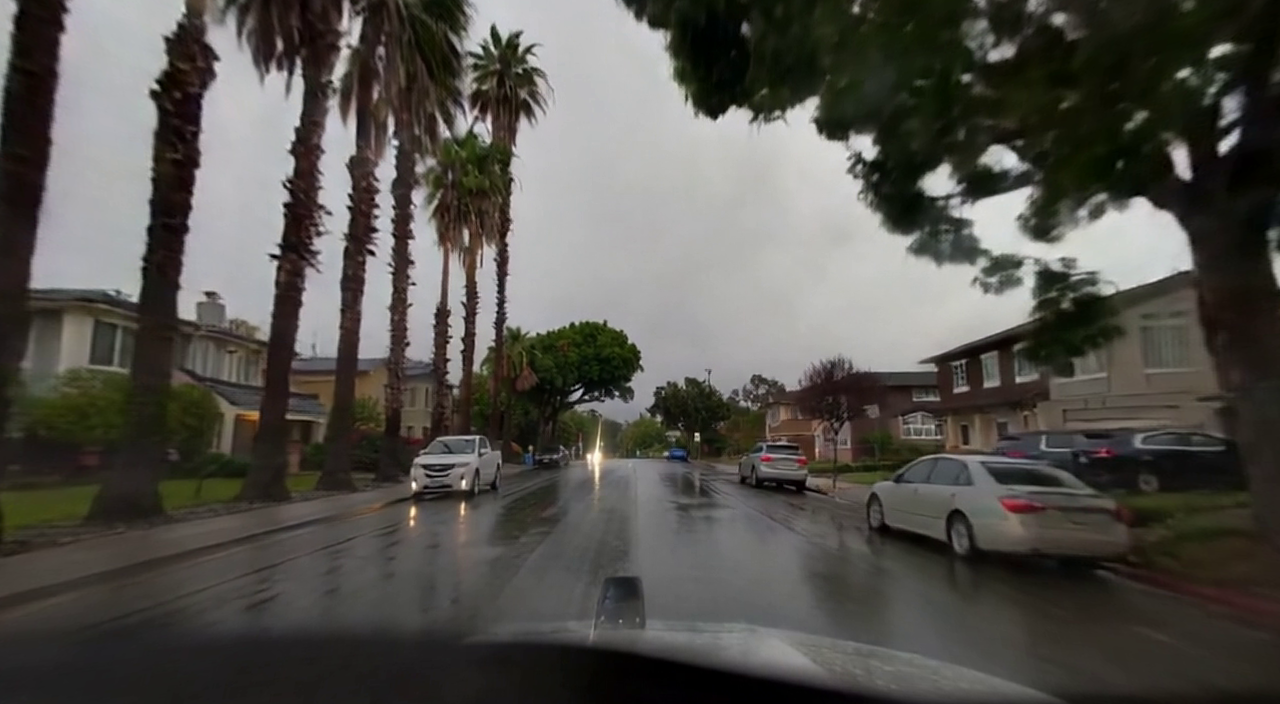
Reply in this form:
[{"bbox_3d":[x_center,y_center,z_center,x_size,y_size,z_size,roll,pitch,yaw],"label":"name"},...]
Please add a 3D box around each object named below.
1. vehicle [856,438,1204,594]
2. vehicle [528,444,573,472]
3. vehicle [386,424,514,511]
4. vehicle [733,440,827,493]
[{"bbox_3d":[4.790,2.025,8.793,2.056,1.464,4.493,3,-9,1],"label":"vehicle"},{"bbox_3d":[-5.478,6.533,39.251,2.079,1.486,4.877,-3,-8,-1],"label":"vehicle"},{"bbox_3d":[-4.865,3.021,17.037,2.149,1.877,5.082,-1,-8,-3],"label":"vehicle"},{"bbox_3d":[4.511,3.760,21.104,1.991,1.554,4.501,0,-9,-1],"label":"vehicle"}]
